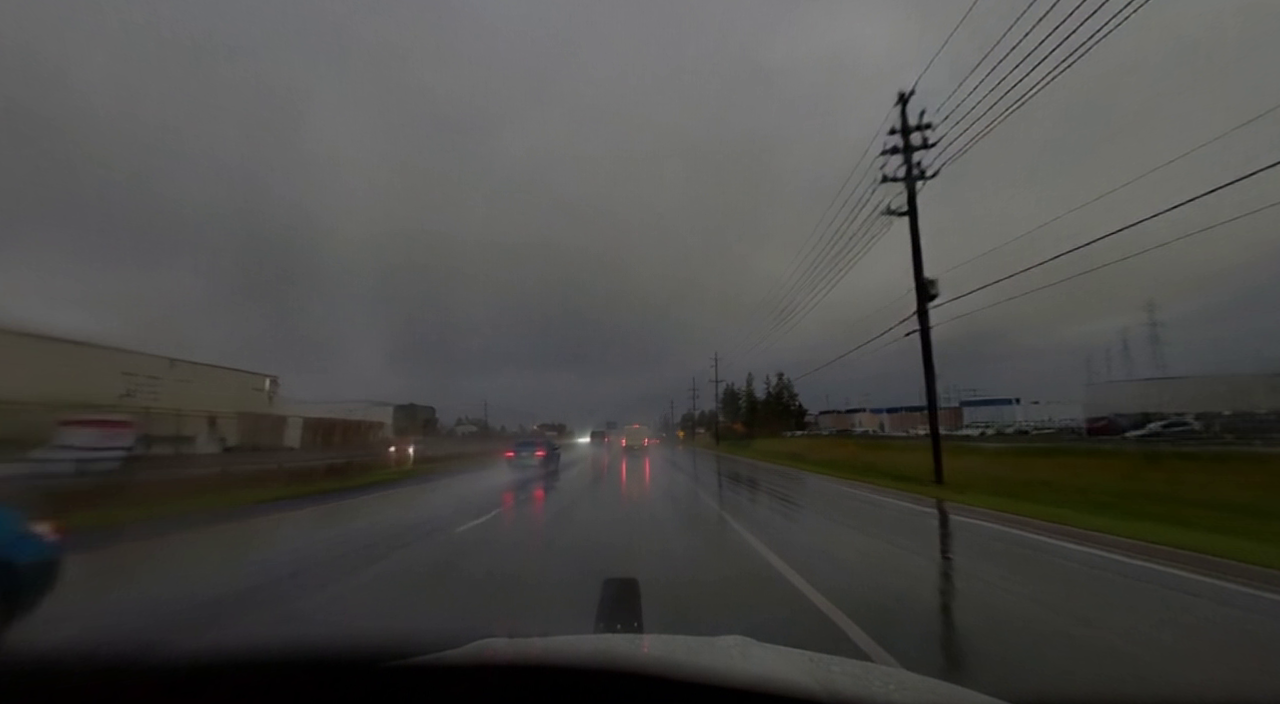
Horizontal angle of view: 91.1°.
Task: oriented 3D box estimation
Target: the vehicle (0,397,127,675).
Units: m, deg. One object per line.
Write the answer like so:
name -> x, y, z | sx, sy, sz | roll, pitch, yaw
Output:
vehicle -> -4.651, 0.877, 2.291 | 2.058, 1.557, 4.125 | 0, -8, 0

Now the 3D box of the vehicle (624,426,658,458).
vehicle -> 0.027, 6.035, 42.381 | 2.213, 1.997, 4.456 | 0, -8, -1

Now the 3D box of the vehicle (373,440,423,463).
vehicle -> -16.914, 6.957, 44.119 | 1.846, 1.491, 4.044 | 0, -8, 1

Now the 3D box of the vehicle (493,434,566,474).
vehicle -> -4.409, 4.125, 25.888 | 2.087, 1.464, 4.853 | 0, -8, 1
